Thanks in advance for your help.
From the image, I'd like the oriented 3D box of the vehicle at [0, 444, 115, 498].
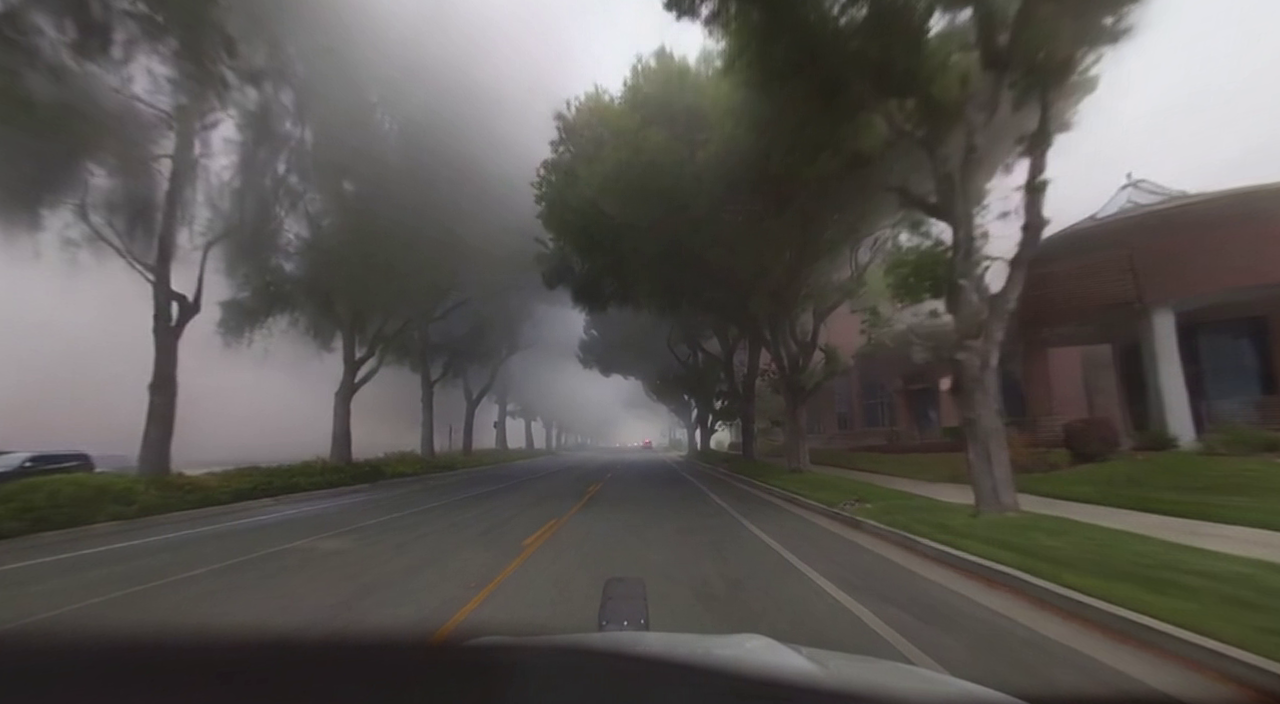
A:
[{"bbox_3d":[-19.435,3.637,19.451,4.606,1.544,1.965,0,-8,-1],"label":"vehicle"}]
